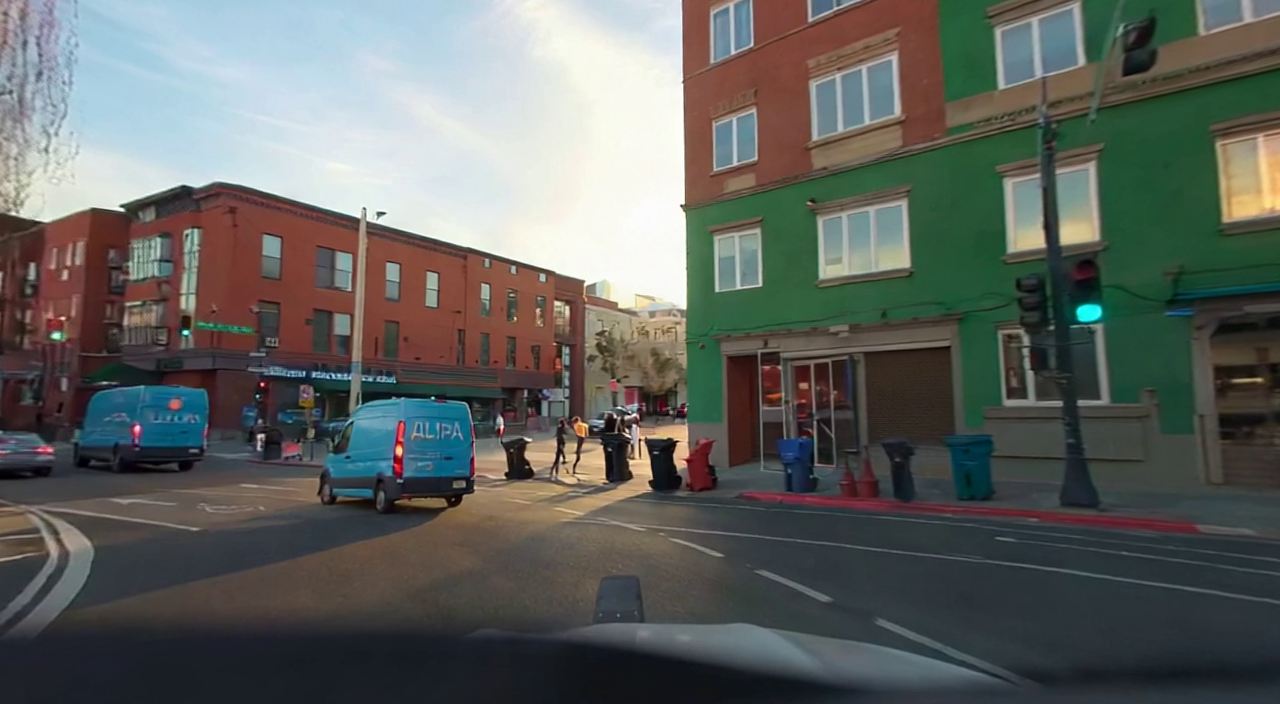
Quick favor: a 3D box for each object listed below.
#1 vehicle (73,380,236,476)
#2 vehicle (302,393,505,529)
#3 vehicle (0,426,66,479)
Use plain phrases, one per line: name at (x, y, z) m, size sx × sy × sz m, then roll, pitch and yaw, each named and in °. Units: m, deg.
vehicle at (-16.115, 2.542, 20.751) m, size 6.504 × 2.703 × 2.333 m, roll -6°, pitch -10°, yaw 36°
vehicle at (-4.340, 1.836, 11.177) m, size 1.951 × 1.907 × 4.266 m, roll 6°, pitch -10°, yaw -40°
vehicle at (-18.926, 2.974, 18.820) m, size 3.426 × 1.461 × 1.841 m, roll -6°, pitch -9°, yaw 36°
